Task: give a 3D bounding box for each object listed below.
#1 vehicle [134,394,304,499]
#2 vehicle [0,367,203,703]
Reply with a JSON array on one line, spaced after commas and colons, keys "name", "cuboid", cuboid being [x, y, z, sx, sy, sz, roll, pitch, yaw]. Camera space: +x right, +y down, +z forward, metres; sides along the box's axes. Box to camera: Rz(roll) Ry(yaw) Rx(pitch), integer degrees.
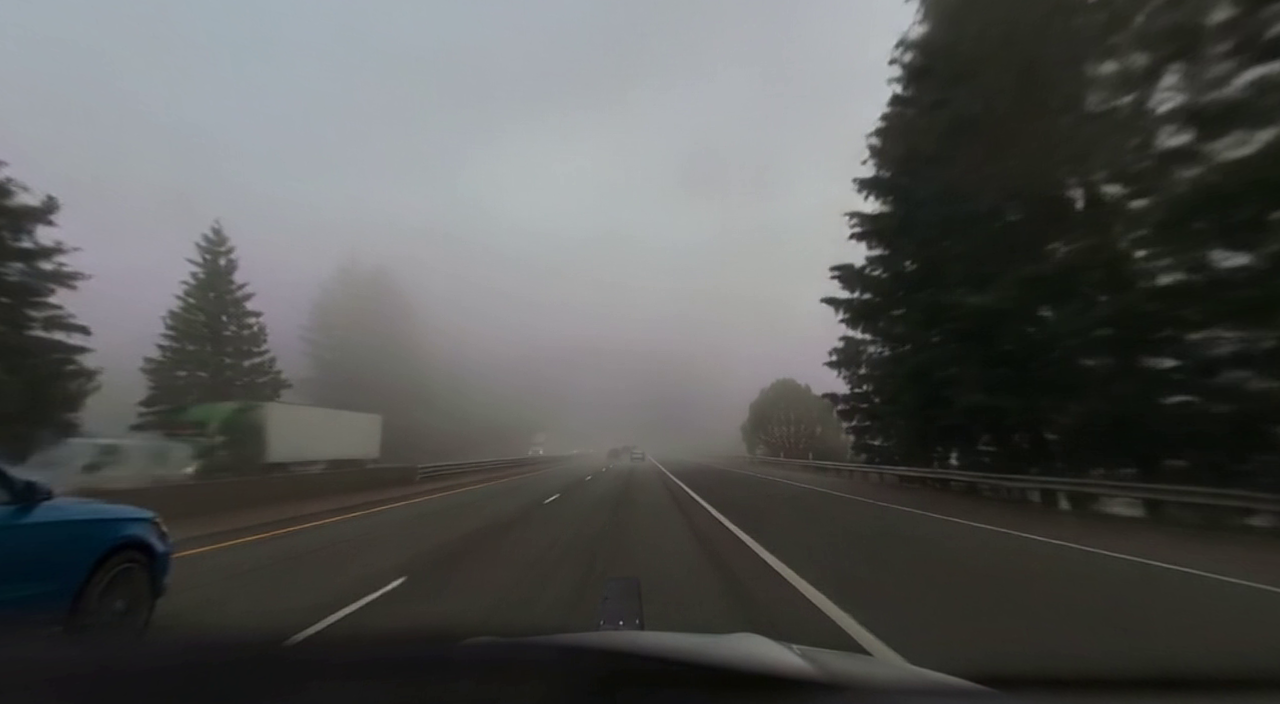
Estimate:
[{"name": "vehicle", "cuboid": [-17.618, 4.023, 27.053, 3.013, 3.967, 5.891, 0, -9, 0]}, {"name": "vehicle", "cuboid": [-4.330, 0.821, 2.330, 2.110, 1.727, 4.607, 0, -9, 0]}]
